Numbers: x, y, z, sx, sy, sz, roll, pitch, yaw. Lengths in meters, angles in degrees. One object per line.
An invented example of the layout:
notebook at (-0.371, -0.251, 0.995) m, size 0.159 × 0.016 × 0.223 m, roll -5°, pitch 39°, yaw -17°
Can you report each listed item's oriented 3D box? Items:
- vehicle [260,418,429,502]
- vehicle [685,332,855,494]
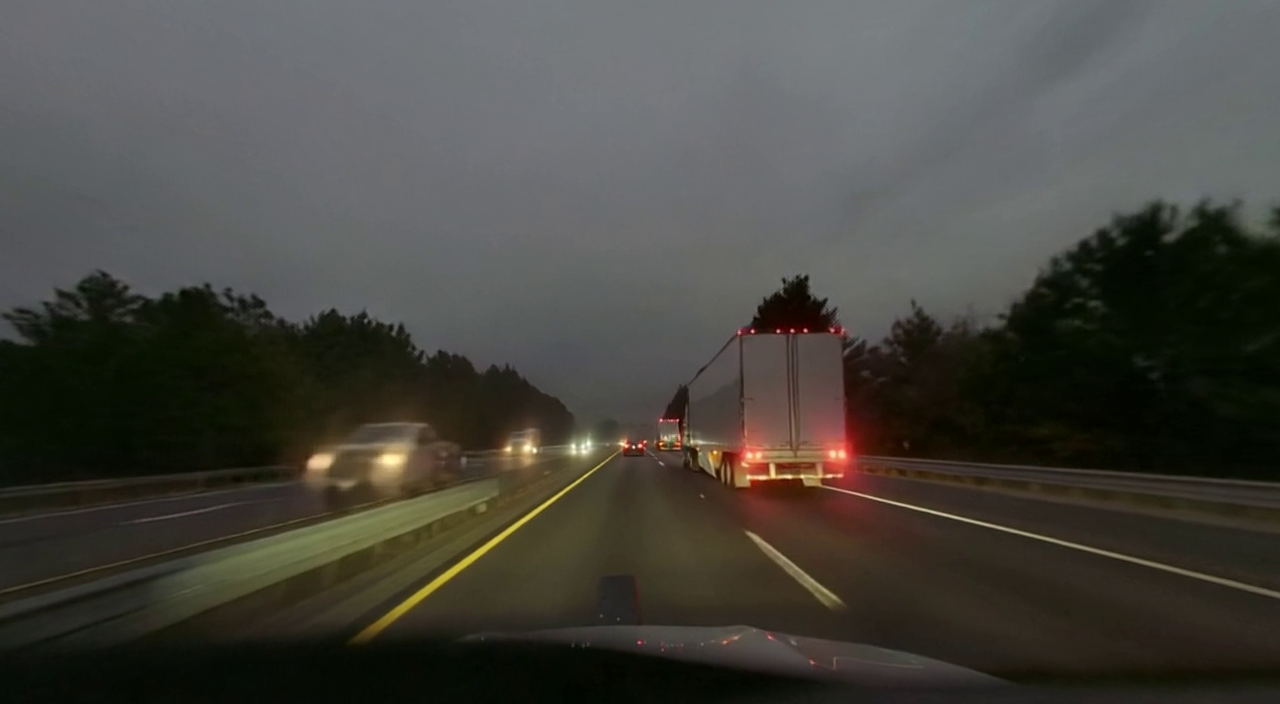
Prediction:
vehicle at (-7.813, 2.875, 17.332) m, size 2.339 × 1.965 × 4.856 m, roll 0°, pitch -8°, yaw -1°
vehicle at (3.691, 2.422, 22.541) m, size 2.919 × 4.004 × 13.911 m, roll 0°, pitch -8°, yaw -1°
